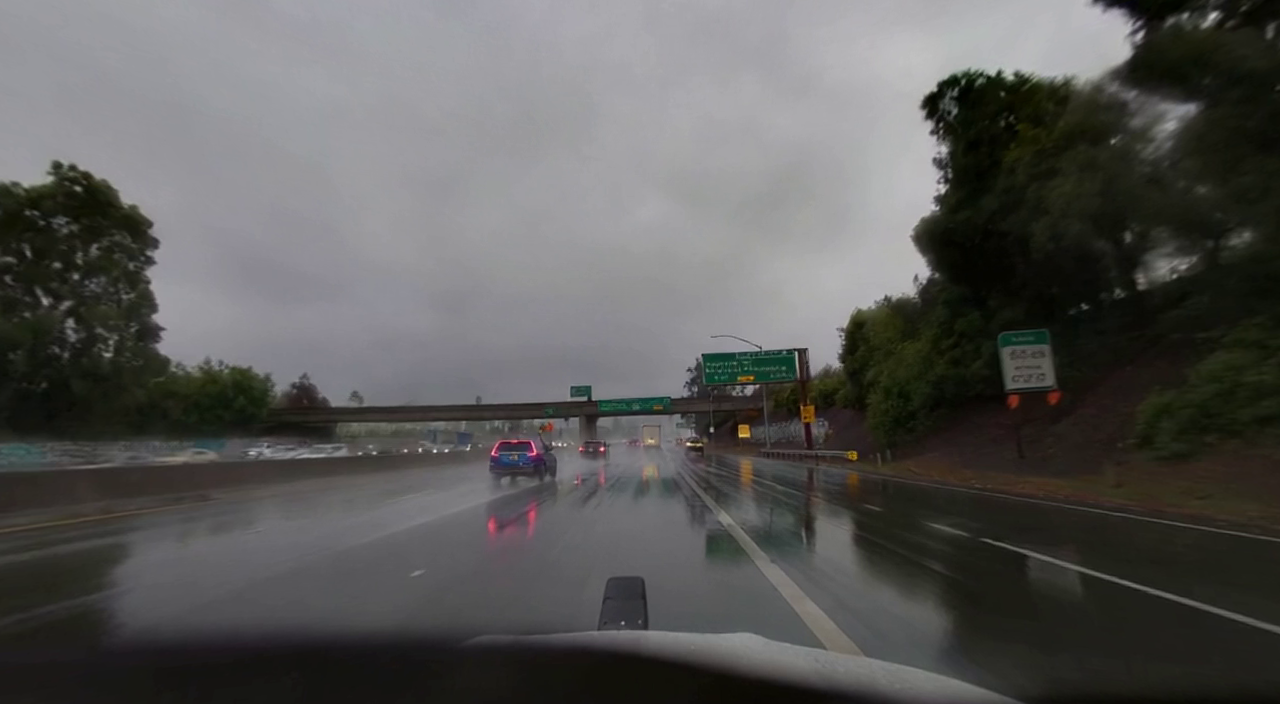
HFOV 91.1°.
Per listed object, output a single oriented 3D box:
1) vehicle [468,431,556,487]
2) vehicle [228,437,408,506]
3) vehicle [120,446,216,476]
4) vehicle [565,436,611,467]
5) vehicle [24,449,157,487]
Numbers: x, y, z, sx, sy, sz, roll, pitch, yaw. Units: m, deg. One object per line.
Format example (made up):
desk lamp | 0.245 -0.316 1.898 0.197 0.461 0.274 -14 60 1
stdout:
vehicle | -4.086 3.484 20.676 1.969 1.633 3.962 0 -8 1
vehicle | -7.705 2.875 15.685 1.917 1.449 4.727 0 -8 1
vehicle | -28.997 6.689 38.771 2.204 1.670 4.760 0 -8 0
vehicle | -2.940 5.737 36.339 2.154 1.693 4.394 0 -8 1
vehicle | -23.578 4.954 27.199 1.794 1.458 4.269 0 -8 2
